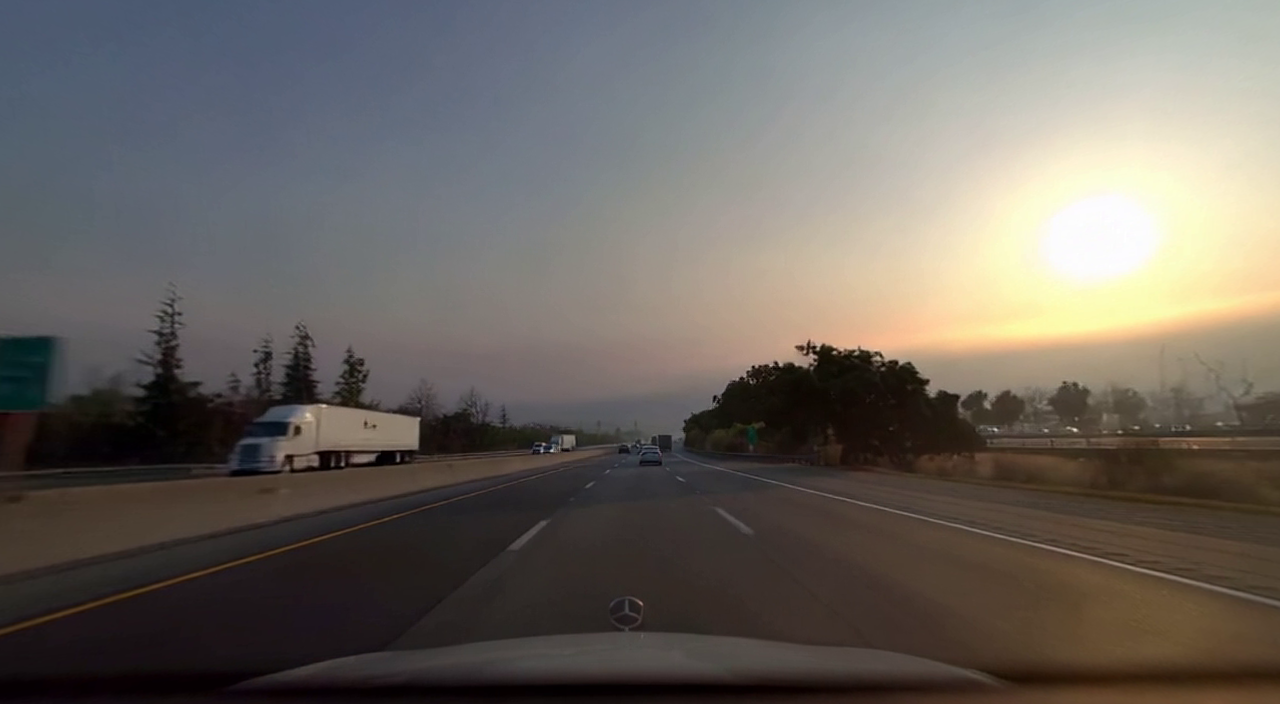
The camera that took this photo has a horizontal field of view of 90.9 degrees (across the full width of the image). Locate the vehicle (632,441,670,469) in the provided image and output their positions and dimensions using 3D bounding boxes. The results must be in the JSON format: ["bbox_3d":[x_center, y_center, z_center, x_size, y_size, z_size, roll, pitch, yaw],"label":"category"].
[{"bbox_3d":[0.632,6.412,39.381,2.231,1.652,4.503,0,-9,-1],"label":"vehicle"}]

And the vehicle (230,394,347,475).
[{"bbox_3d":[-19.506,4.706,35.504,2.990,4.168,5.864,0,-9,1],"label":"vehicle"}]
